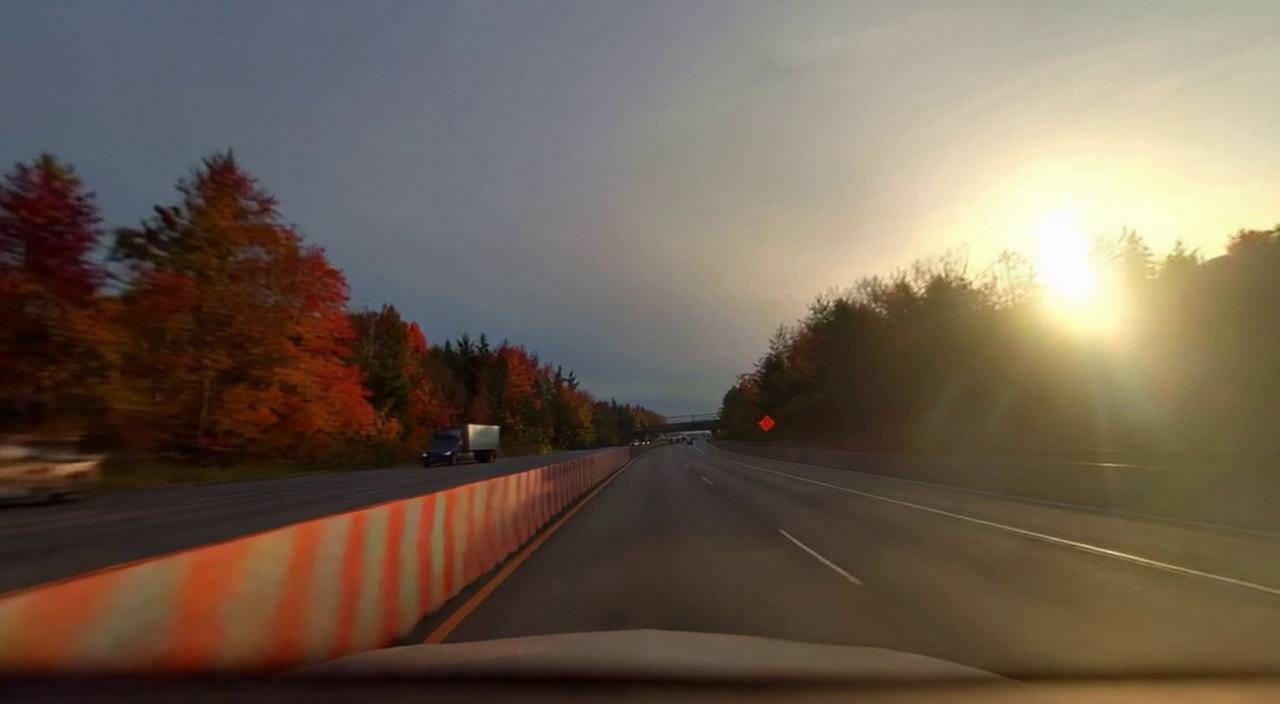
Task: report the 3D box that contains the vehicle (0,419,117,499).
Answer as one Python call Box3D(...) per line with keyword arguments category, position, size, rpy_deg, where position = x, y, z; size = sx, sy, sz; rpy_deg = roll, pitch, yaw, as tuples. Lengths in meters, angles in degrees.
Box3D(category="vehicle", position=(-14.906, 2.403, 14.190), size=(1.984, 1.726, 4.775), rpy_deg=(0, -8, 2))
